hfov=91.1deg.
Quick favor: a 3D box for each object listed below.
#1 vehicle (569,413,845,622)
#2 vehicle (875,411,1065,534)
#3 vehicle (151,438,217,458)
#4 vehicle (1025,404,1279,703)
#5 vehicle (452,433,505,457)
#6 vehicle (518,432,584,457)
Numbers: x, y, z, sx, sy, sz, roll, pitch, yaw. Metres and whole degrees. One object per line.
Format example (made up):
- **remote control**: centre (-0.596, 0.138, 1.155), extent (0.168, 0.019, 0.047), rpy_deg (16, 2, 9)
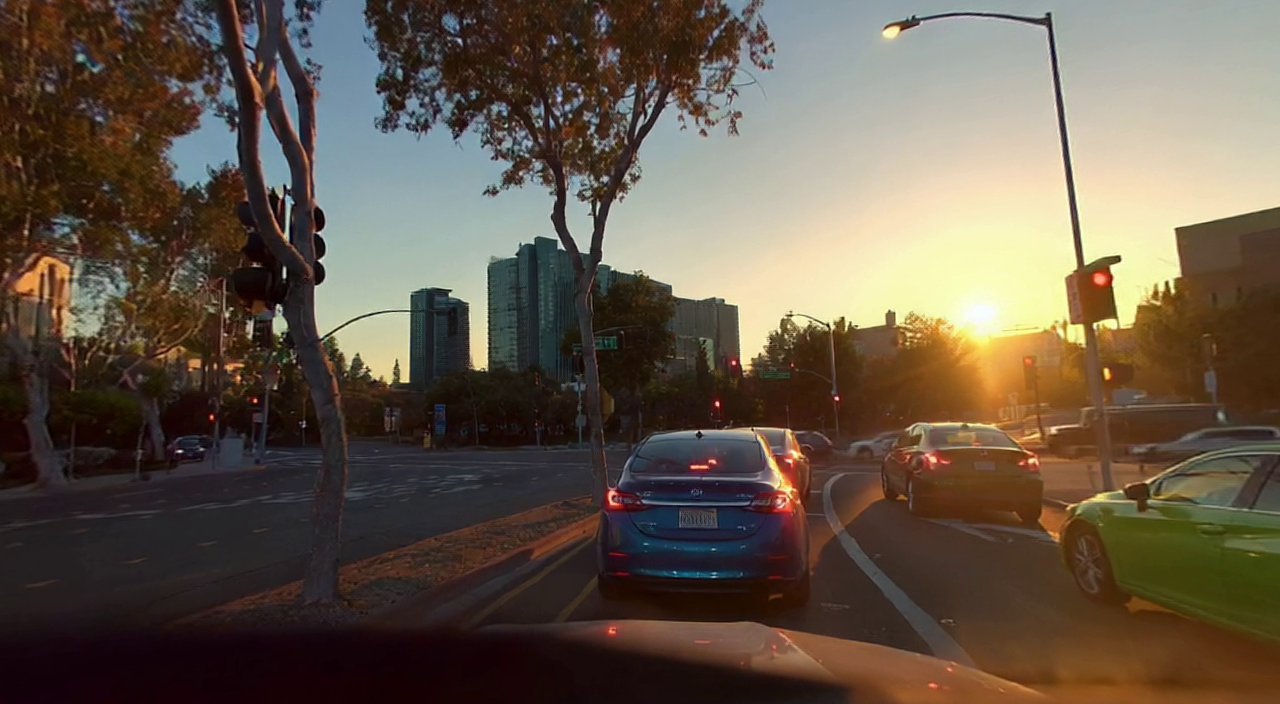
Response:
- **vehicle**: centre (0.859, 1.497, 6.690), extent (2.052, 1.483, 3.928), rpy_deg (-2, -8, 12)
- **vehicle**: centre (5.553, 2.044, 11.281), extent (2.102, 1.717, 4.373), rpy_deg (-2, -9, 16)
- **vehicle**: centre (-35.337, 7.442, 48.660), extent (1.652, 1.433, 3.733), rpy_deg (-7, -11, 40)
- **vehicle**: centre (4.256, 1.055, 3.363), extent (1.954, 1.508, 4.441), rpy_deg (-1, -8, 6)
- **vehicle**: centre (-12.436, 7.117, 48.202), extent (1.972, 1.705, 4.457), rpy_deg (8, -11, -43)
- **vehicle**: centre (-5.943, 6.109, 41.553), extent (1.932, 1.573, 4.509), rpy_deg (8, -12, -44)
